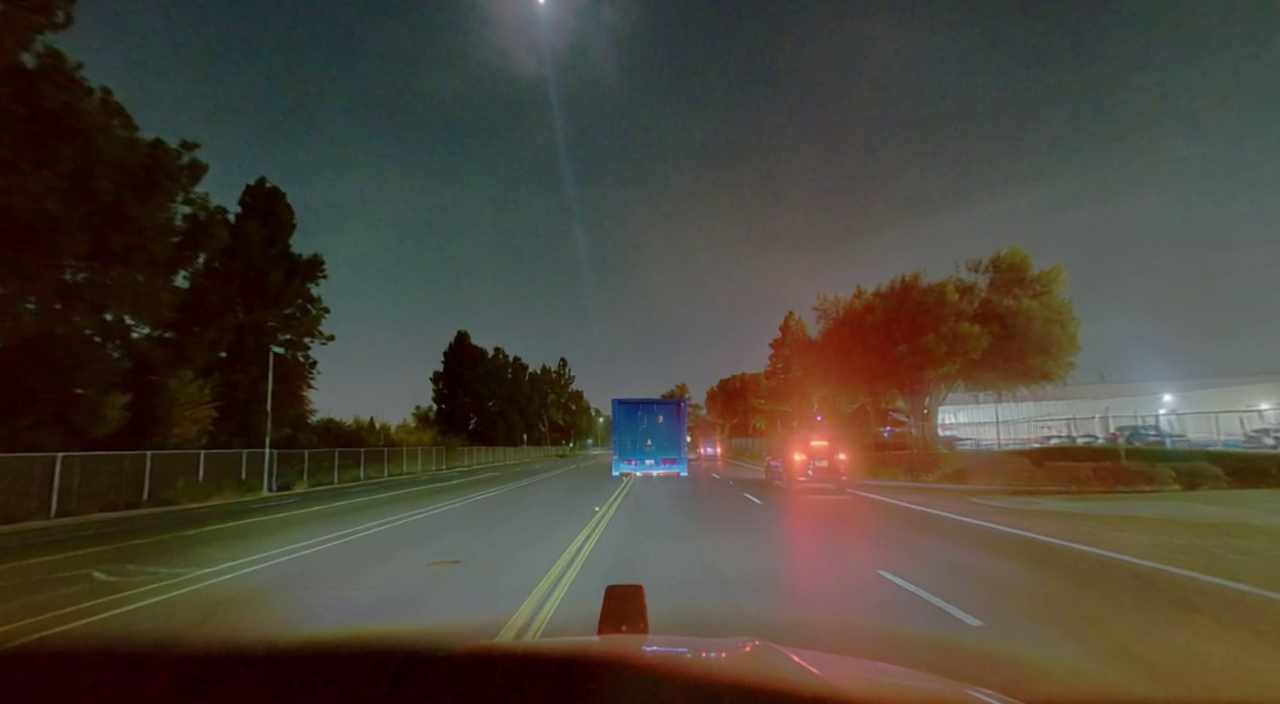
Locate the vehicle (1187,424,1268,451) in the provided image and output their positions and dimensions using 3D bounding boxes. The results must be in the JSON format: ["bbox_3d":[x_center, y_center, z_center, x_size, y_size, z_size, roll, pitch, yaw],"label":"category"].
[{"bbox_3d":[43.594,6.346,46.935,2.050,1.801,5.143,-5,-8,15],"label":"vehicle"}]

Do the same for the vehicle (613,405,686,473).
[{"bbox_3d":[0.530,4.341,31.173,3.197,2.963,7.055,0,-8,2],"label":"vehicle"}]

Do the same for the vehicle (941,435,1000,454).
[{"bbox_3d":[23.421,6.563,44.687,3.251,1.321,1.555,-1,-9,0],"label":"vehicle"}]

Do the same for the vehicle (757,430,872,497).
[{"bbox_3d":[4.840,3.161,18.260,2.076,1.661,4.524,0,-8,1],"label":"vehicle"}]
